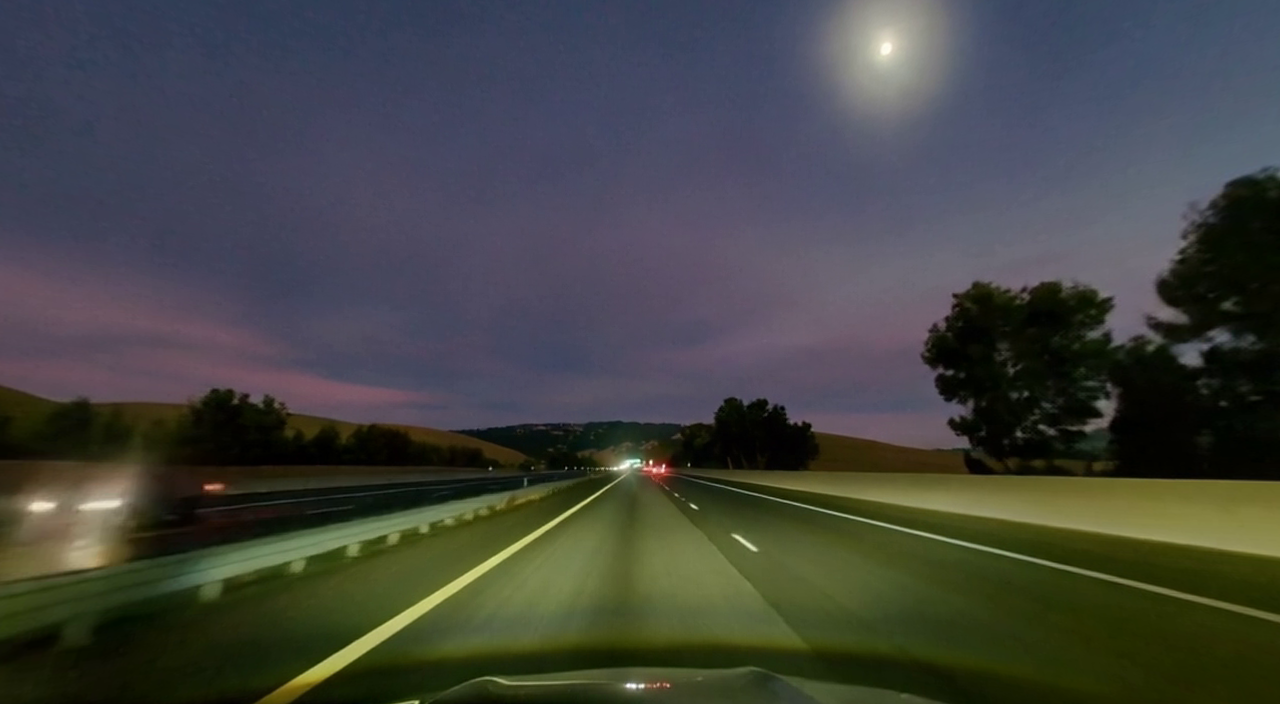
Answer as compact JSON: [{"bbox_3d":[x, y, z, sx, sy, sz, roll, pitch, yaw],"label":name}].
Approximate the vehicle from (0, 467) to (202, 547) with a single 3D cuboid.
[{"bbox_3d":[-12.897,3.518,14.887,2.000,1.564,4.257,1,-10,0],"label":"vehicle"}]
